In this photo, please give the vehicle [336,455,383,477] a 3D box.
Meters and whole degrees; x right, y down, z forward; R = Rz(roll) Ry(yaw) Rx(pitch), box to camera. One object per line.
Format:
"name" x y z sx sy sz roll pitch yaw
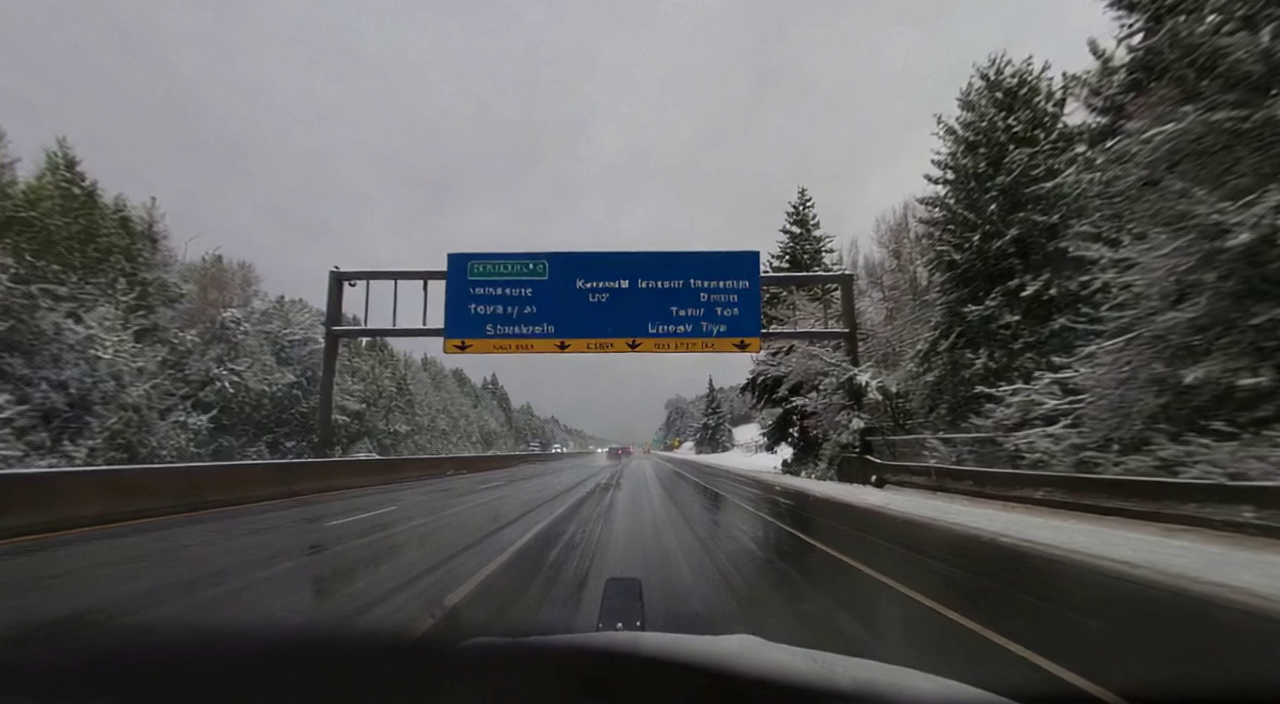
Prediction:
"vehicle" -20.489 8.310 46.219 1.658 1.394 3.896 3 -9 -2
